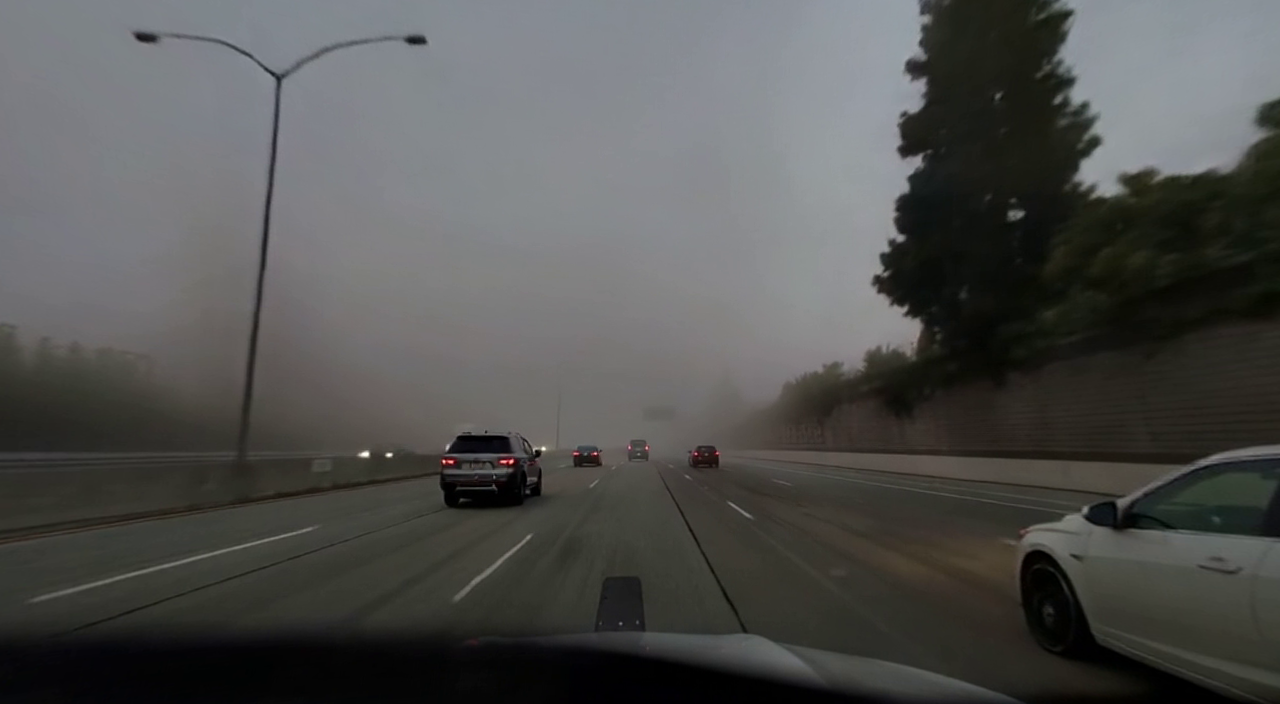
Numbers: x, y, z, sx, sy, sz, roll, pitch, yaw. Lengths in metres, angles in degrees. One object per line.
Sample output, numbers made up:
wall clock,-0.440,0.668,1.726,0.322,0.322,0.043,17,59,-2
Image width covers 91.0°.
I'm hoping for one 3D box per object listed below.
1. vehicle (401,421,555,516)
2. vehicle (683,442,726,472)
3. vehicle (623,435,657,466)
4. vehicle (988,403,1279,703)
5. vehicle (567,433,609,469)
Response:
vehicle,-3.528,2.681,15.047,2.184,1.819,5.441,0,-9,1
vehicle,3.945,6.493,39.272,2.224,1.752,4.487,0,-9,0
vehicle,-0.016,7.630,48.967,2.485,2.215,5.199,0,-9,0
vehicle,3.521,0.955,2.224,1.916,1.566,4.611,0,-9,0
vehicle,-3.356,6.539,41.571,2.378,2.214,4.352,0,-9,0
